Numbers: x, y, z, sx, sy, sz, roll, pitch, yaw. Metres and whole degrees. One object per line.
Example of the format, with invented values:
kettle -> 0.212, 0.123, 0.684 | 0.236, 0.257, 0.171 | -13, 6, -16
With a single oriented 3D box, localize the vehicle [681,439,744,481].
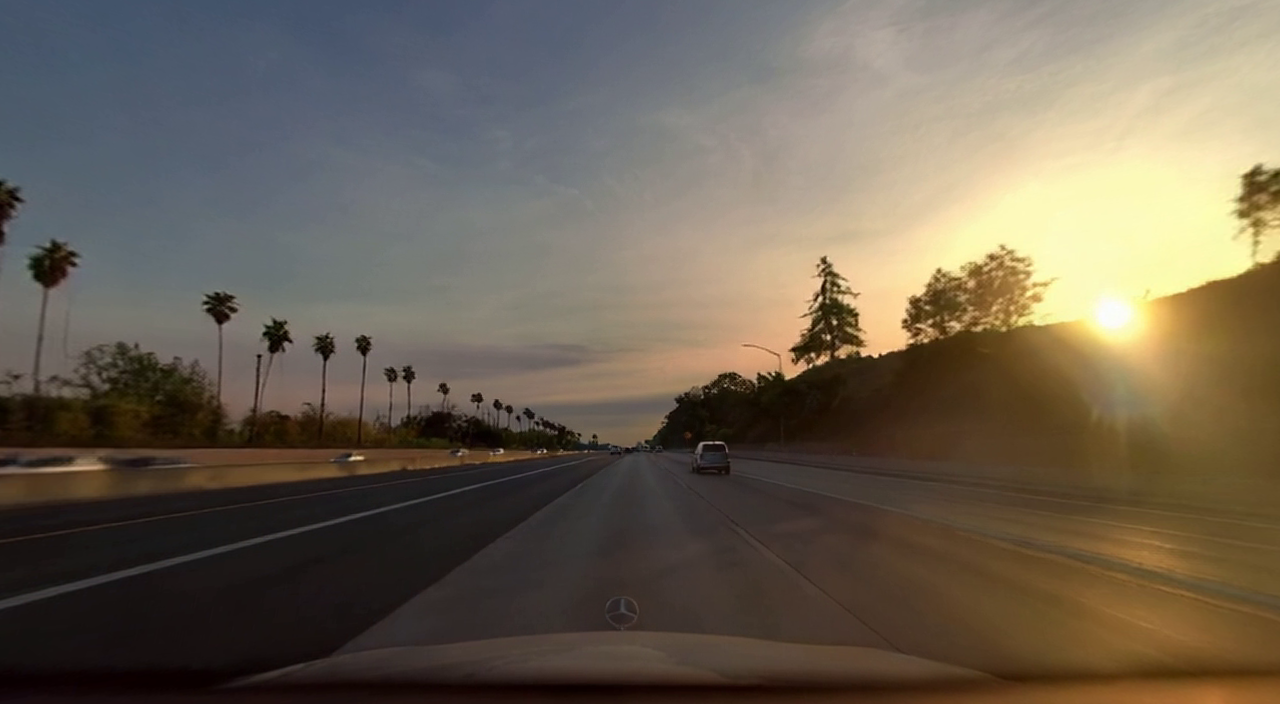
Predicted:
vehicle -> 3.058, 4.671, 27.584 | 2.130, 1.677, 4.317 | 0, -9, -2

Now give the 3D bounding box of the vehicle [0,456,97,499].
vehicle -> -23.801, 4.804, 24.524 | 1.797, 1.499, 4.020 | 0, -9, 0
